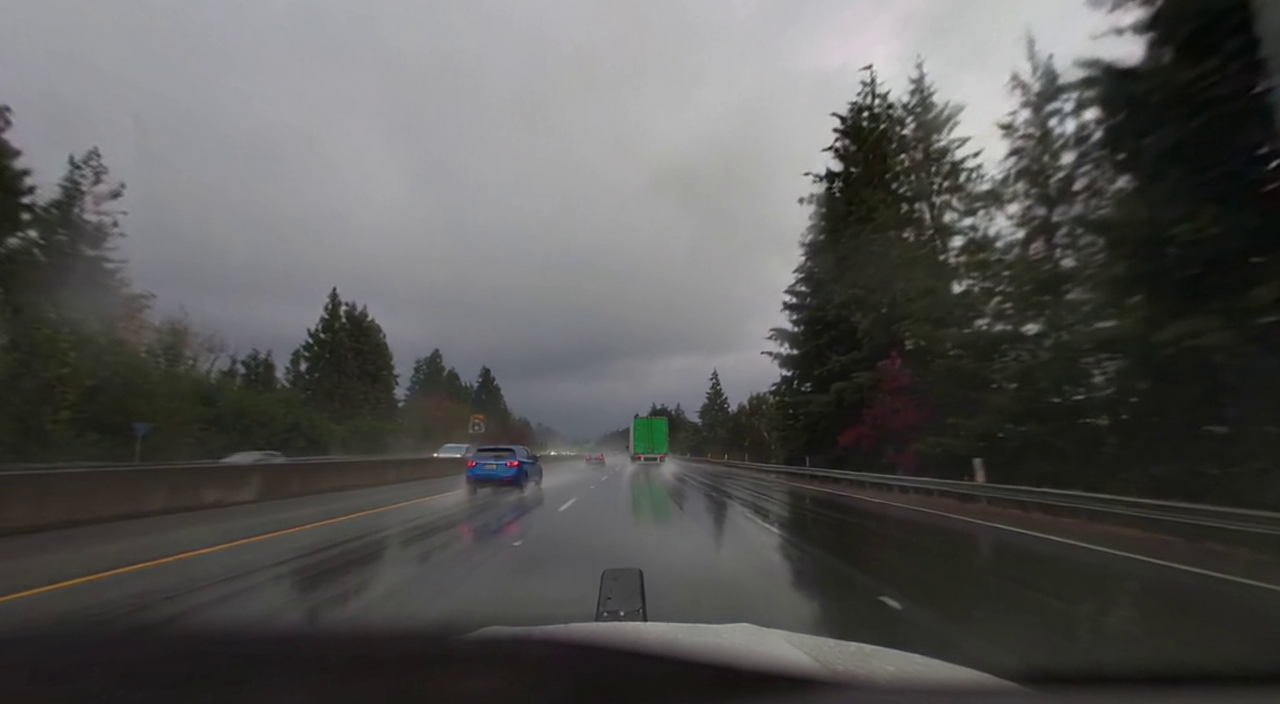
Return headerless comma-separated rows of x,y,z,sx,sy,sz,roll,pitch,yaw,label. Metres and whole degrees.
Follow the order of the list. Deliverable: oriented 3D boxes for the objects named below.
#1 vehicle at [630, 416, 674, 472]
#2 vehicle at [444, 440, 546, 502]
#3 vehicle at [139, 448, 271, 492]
0.755,6.675,45.684,2.893,3.628,9.081,0,-9,0,vehicle
-4.080,3.397,18.404,1.977,1.602,3.944,0,-9,1,vehicle
-16.171,4.361,23.733,1.898,1.482,4.196,0,-9,1,vehicle
